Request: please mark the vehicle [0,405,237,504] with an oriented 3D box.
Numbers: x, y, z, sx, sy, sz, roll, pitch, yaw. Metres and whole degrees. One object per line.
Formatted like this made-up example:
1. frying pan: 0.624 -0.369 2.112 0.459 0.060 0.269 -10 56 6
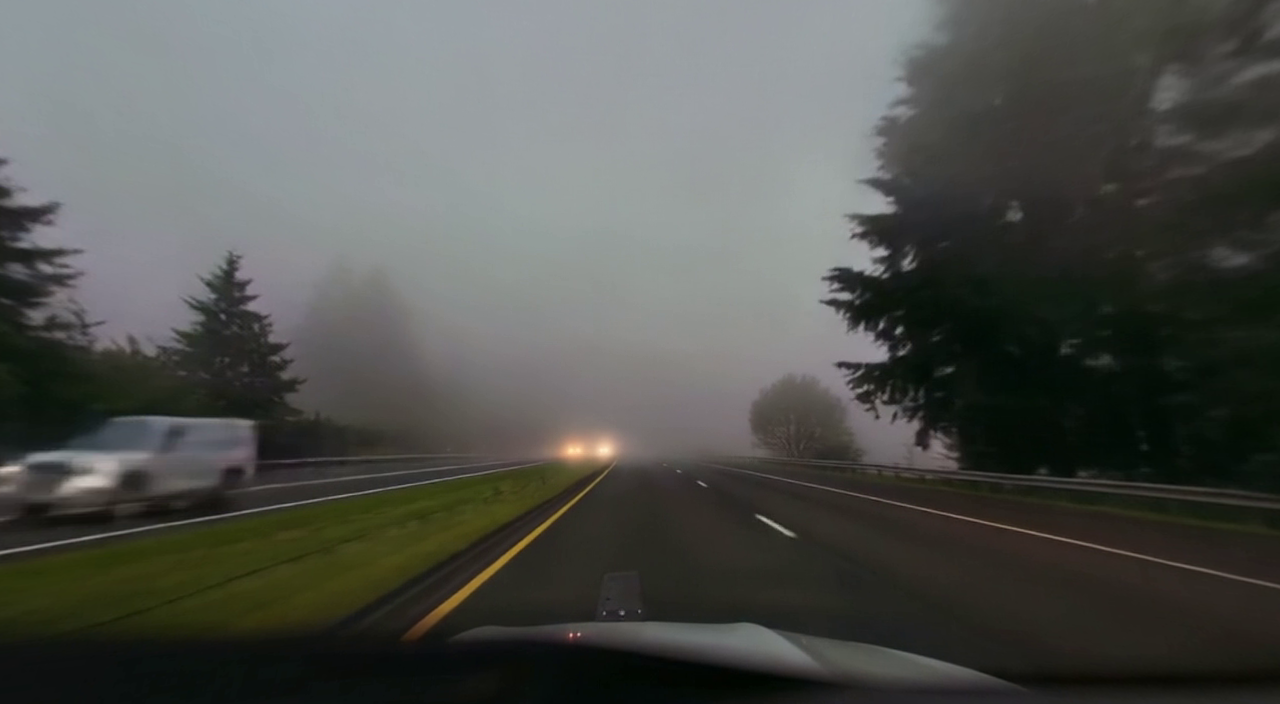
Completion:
1. vehicle: -12.160 2.369 14.741 2.133 1.882 5.138 0 -9 -1
